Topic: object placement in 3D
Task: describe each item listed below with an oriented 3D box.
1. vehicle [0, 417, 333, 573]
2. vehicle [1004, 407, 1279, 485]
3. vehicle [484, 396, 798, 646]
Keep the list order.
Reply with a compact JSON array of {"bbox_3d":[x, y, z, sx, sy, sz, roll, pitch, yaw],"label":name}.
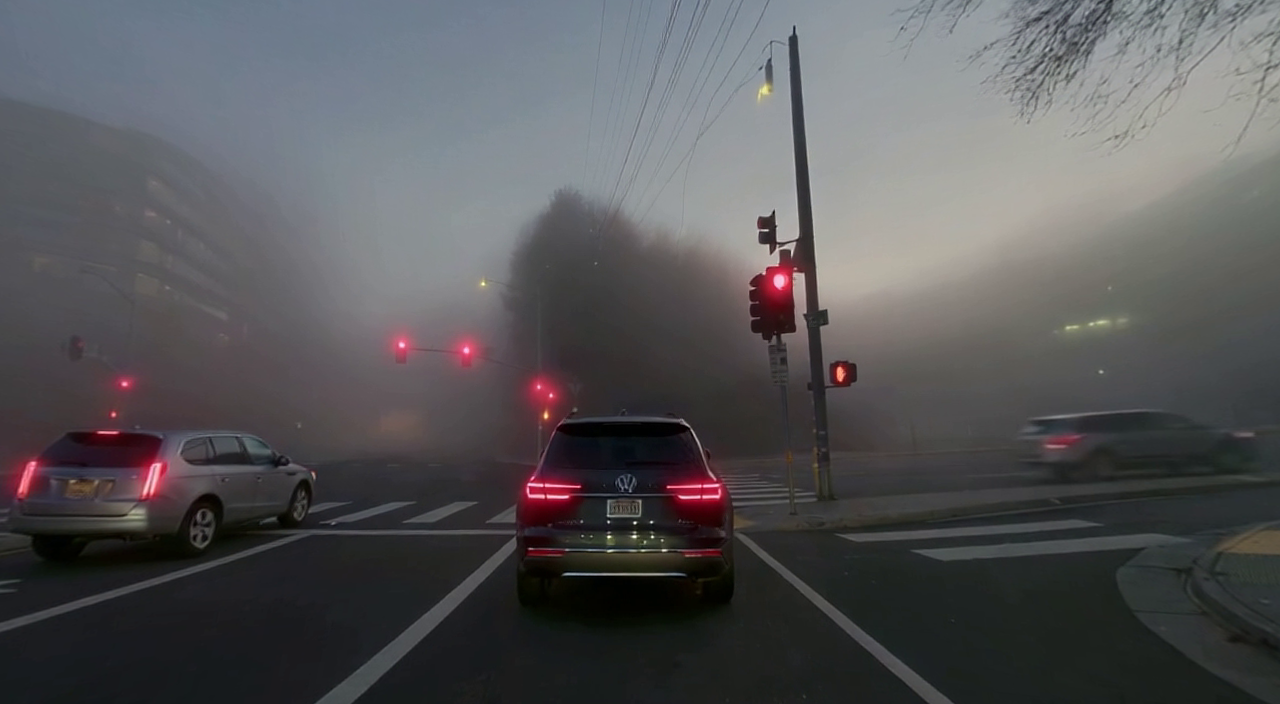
[{"bbox_3d":[-6.391,1.896,9.126,2.020,1.695,4.187,1,-9,-5],"label":"vehicle"},{"bbox_3d":[13.077,2.466,16.482,5.623,1.843,2.147,-1,-9,8],"label":"vehicle"},{"bbox_3d":[-0.143,1.456,6.457,2.154,1.670,4.140,1,-9,-5],"label":"vehicle"}]
